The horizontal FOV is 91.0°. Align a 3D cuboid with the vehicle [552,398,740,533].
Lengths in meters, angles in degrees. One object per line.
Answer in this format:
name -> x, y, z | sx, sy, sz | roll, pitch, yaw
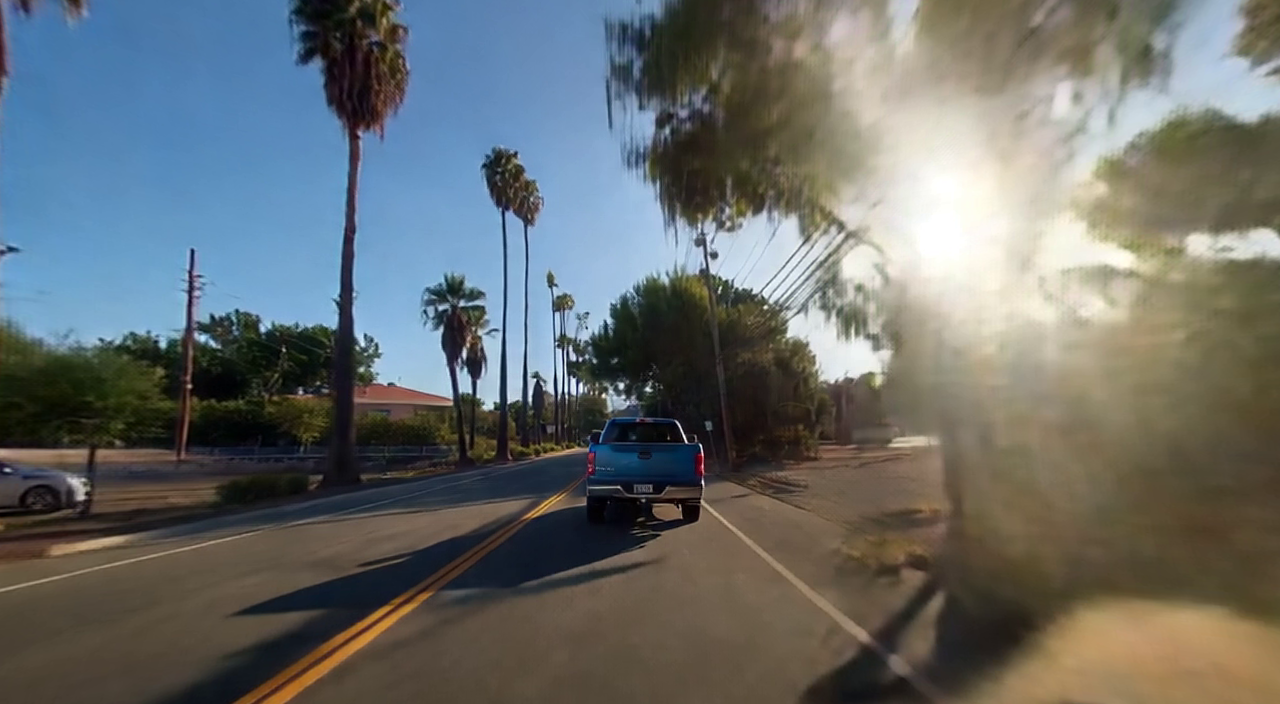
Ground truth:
vehicle -> 0.065, 2.141, 12.447 | 2.803, 2.005, 5.885 | 0, -8, -1
